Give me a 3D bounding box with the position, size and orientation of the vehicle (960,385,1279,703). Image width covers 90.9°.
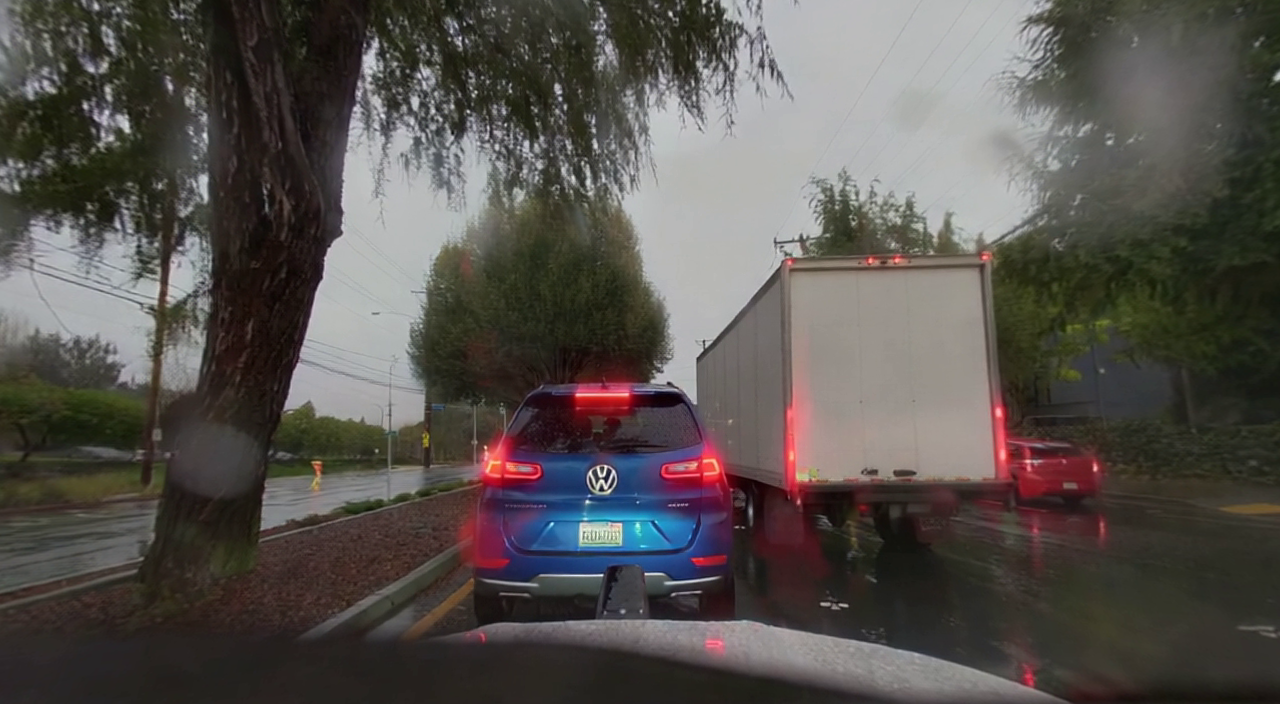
[{"bbox_3d":[2.828,0.751,1.196,1.971,1.484,4.728,0,-8,0],"label":"vehicle"}]

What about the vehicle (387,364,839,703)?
[{"bbox_3d":[-0.121,1.230,5.143,2.114,1.732,4.230,0,-8,0],"label":"vehicle"}]

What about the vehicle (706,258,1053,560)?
[{"bbox_3d":[3.233,1.256,11.840,2.915,3.559,8.848,0,-8,-1],"label":"vehicle"}]
